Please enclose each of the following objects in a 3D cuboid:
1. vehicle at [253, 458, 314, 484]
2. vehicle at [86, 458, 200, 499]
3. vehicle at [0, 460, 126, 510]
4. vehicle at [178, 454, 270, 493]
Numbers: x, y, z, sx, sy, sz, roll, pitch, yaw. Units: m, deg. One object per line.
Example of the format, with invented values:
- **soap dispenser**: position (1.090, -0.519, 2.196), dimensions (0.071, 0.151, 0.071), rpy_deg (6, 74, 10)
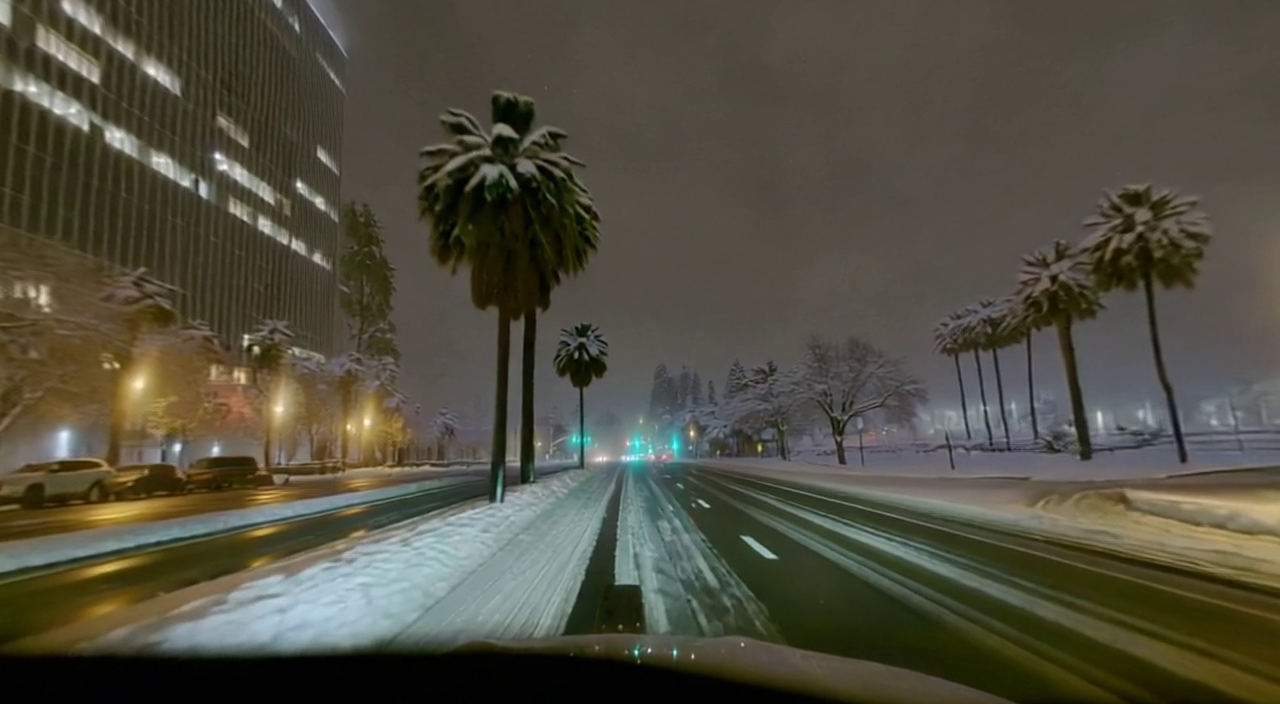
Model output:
- **vehicle**: position (-26.533, 8.855, 47.155), dimensions (1.972, 1.729, 4.782), rpy_deg (0, -9, -3)
- **vehicle**: position (-25.660, 6.527, 32.925), dimensions (2.136, 1.843, 5.019), rpy_deg (0, -9, -4)
- **vehicle**: position (-25.281, 5.604, 27.156), dimensions (2.099, 1.814, 5.092), rpy_deg (0, -9, -1)
- **vehicle**: position (-25.614, 7.435, 39.189), dimensions (2.291, 2.040, 5.186), rpy_deg (-3, -8, -1)
